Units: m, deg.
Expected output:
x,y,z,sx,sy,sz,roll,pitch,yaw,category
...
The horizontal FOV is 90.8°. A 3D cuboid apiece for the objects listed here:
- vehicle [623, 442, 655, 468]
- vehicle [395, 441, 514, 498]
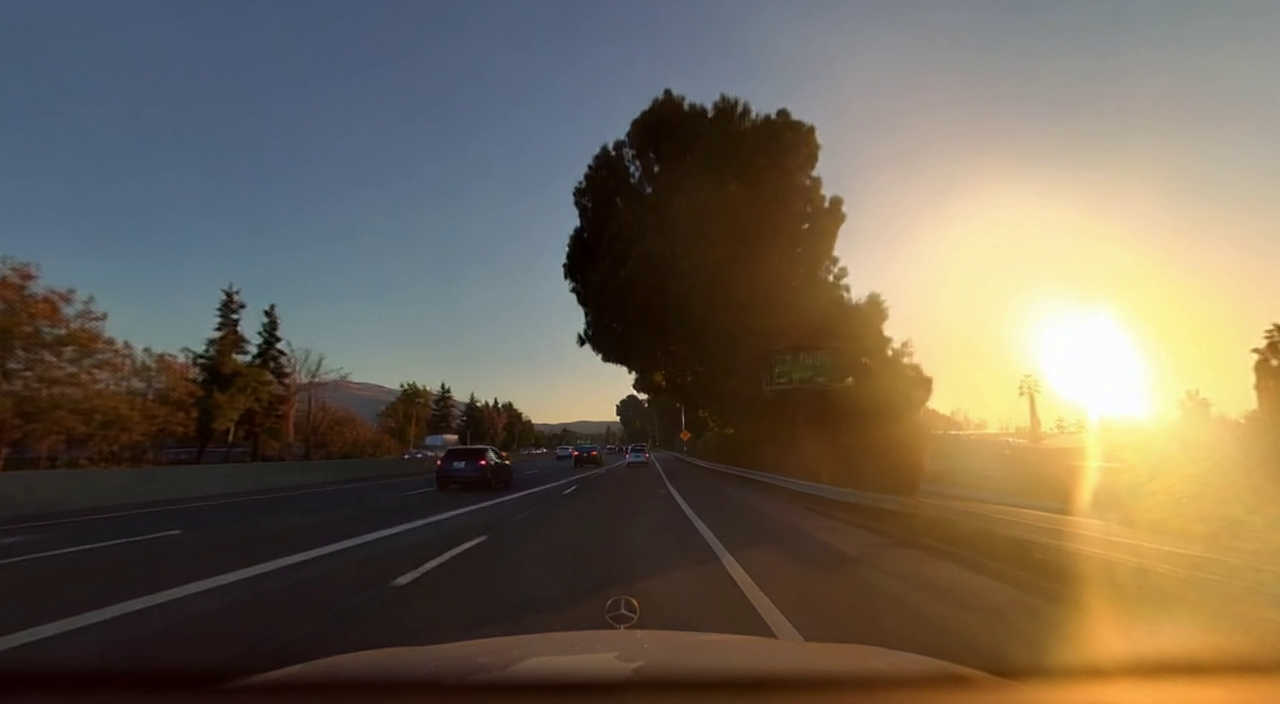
x,y,z,sx,sy,sz,roll,pitch,yaw,category
-0.013,7.388,45.532,2.179,1.742,4.396,0,-9,1,vehicle
-5.657,3.640,20.020,2.102,1.562,4.884,-1,-9,3,vehicle
